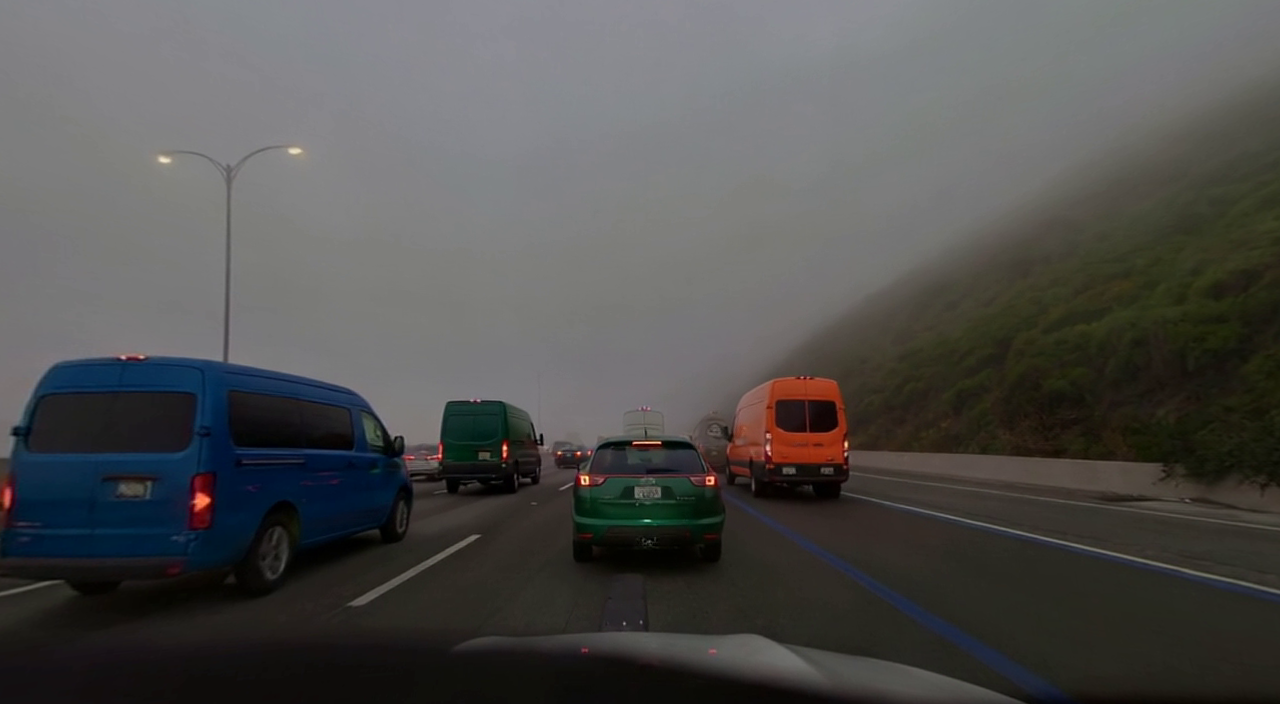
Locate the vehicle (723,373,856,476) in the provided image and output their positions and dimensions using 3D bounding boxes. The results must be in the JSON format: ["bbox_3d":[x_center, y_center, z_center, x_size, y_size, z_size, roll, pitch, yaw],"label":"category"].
[{"bbox_3d":[6.361,3.532,29.427,2.977,3.878,11.111,0,-8,-3],"label":"vehicle"}]

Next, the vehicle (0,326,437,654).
[{"bbox_3d":[-4.219,1.259,6.798,2.195,2.086,5.445,0,-8,0],"label":"vehicle"}]

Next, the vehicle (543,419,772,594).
[{"bbox_3d":[0.104,1.645,7.552,2.003,1.499,3.930,0,-8,-1],"label":"vehicle"}]

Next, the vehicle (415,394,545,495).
[{"bbox_3d":[-4.482,2.763,18.876,2.300,2.522,5.701,0,-8,1],"label":"vehicle"}]
